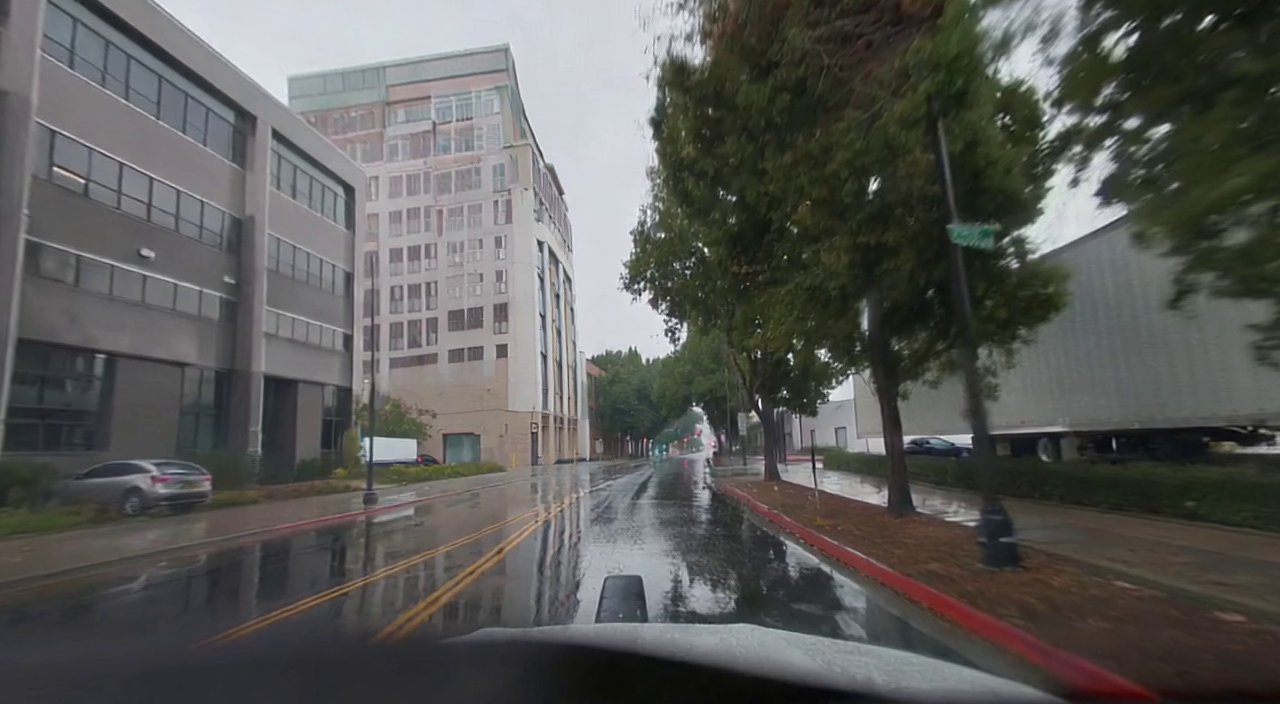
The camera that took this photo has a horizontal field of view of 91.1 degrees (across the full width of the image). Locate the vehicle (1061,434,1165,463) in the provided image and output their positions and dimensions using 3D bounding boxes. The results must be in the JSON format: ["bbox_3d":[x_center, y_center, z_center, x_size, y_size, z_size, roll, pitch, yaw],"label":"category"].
[{"bbox_3d":[27.324,5.607,36.457,4.307,1.544,1.949,-2,-9,8],"label":"vehicle"}]

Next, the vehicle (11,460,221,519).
[{"bbox_3d":[-14.495,3.804,17.547,4.330,1.463,1.832,-1,-9,4],"label":"vehicle"}]

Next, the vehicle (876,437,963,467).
[{"bbox_3d":[15.679,5.671,35.462,3.997,1.579,1.799,-2,-11,4],"label":"vehicle"}]

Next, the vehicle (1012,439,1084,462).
[{"bbox_3d":[27.801,6.771,42.912,3.531,1.414,1.906,-2,-11,7],"label":"vehicle"}]

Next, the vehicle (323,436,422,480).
[{"bbox_3d":[-18.836,7.447,44.717,2.166,2.698,7.006,-8,-10,21],"label":"vehicle"}]
